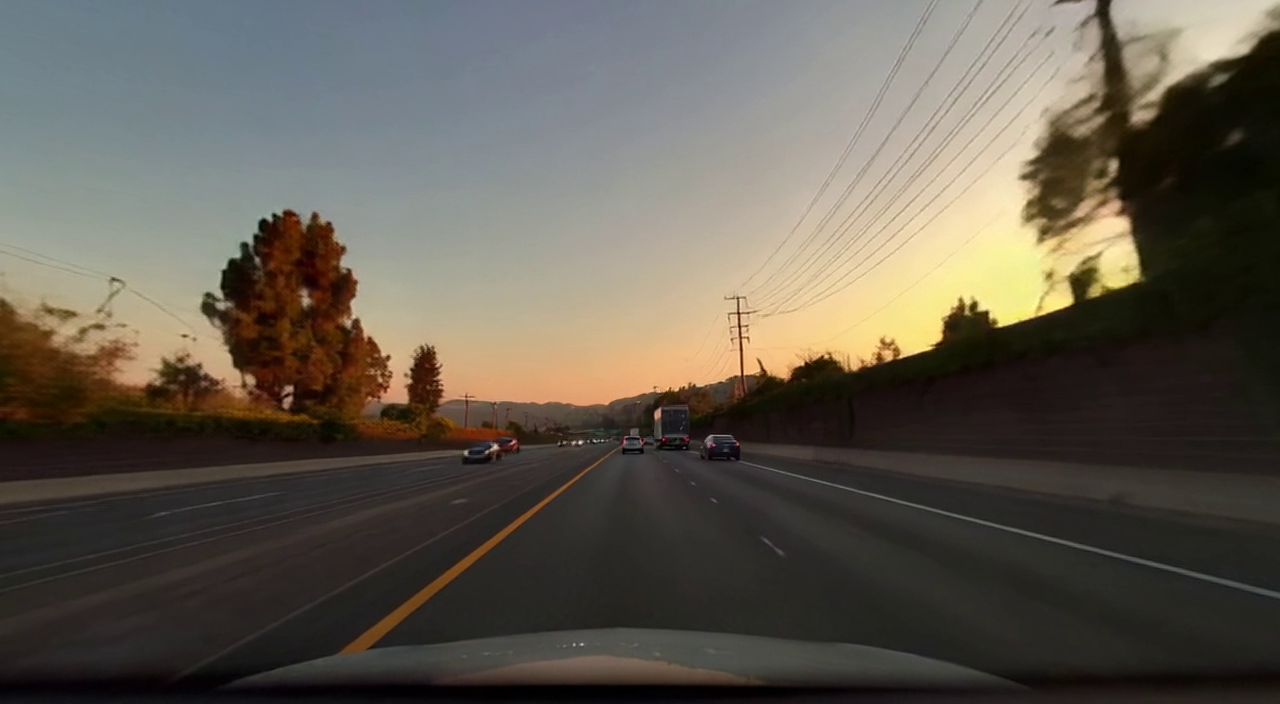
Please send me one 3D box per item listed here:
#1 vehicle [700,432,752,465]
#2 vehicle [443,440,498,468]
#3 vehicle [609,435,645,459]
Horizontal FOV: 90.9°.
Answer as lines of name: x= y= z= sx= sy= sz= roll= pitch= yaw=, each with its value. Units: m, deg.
vehicle: x=4.265 y=4.805 z=31.695 sx=1.930 sy=1.573 sz=3.853 roll=0 pitch=-8 yaw=-2
vehicle: x=-9.864 y=5.931 z=37.024 sx=2.106 sy=1.511 sz=4.134 roll=0 pitch=-8 yaw=0
vehicle: x=-0.827 y=6.030 z=40.263 sx=2.163 sy=1.466 sz=3.693 roll=0 pitch=-8 yaw=-1
